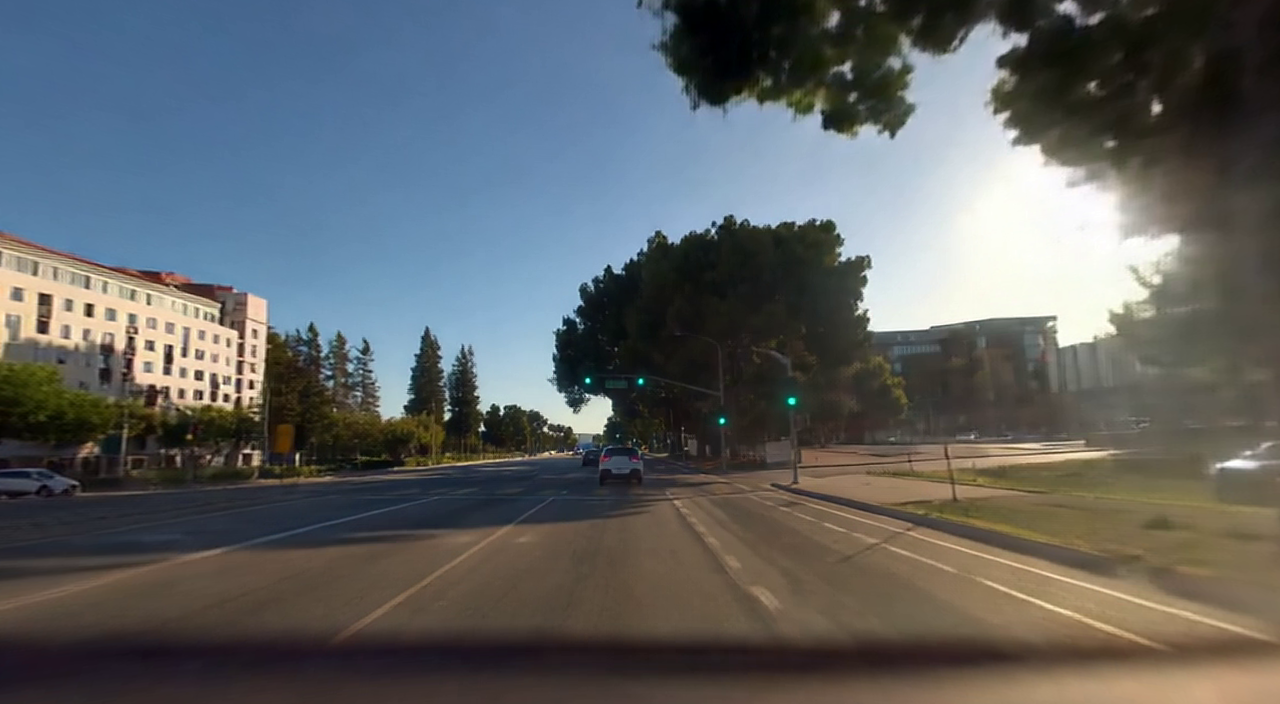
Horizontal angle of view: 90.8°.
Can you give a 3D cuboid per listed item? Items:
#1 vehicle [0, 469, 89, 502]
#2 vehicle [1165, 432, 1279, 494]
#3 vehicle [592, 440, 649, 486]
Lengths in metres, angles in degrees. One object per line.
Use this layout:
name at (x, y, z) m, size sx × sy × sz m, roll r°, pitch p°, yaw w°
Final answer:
vehicle at (-34.967, 7.577, 36.074) m, size 4.884 × 1.736 × 2.049 m, roll 0°, pitch -9°, yaw -2°
vehicle at (16.550, 2.788, 16.199) m, size 4.344 × 1.451 × 1.920 m, roll -1°, pitch -9°, yaw 1°
vehicle at (-0.759, 4.492, 25.759) m, size 2.130 × 1.711 × 4.038 m, roll 0°, pitch -9°, yaw -1°
